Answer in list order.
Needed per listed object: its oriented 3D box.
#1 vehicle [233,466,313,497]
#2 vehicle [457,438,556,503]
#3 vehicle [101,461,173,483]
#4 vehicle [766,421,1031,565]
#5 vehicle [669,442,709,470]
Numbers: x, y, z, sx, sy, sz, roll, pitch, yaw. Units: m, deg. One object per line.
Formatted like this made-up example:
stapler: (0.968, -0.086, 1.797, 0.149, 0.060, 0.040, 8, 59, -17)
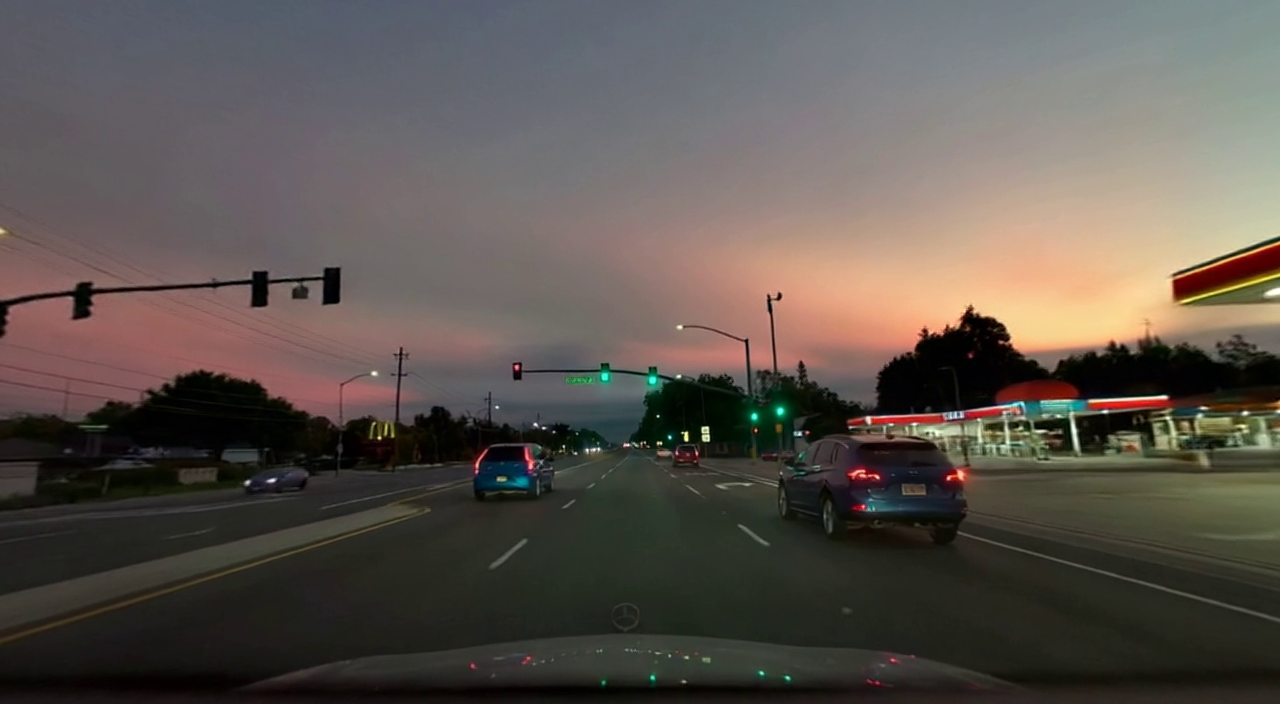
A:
vehicle: (-20.794, 7.323, 36.038, 1.849, 1.497, 4.444, 0, -8, 1)
vehicle: (-3.662, 3.318, 18.105, 1.935, 1.617, 4.045, 0, -8, 0)
vehicle: (-39.642, 9.459, 49.944, 1.814, 1.452, 4.845, 0, -8, -2)
vehicle: (3.478, 1.984, 9.684, 2.085, 1.655, 4.459, 0, -8, -1)
vehicle: (3.049, 6.598, 40.318, 2.066, 1.699, 4.419, 0, -8, -2)
